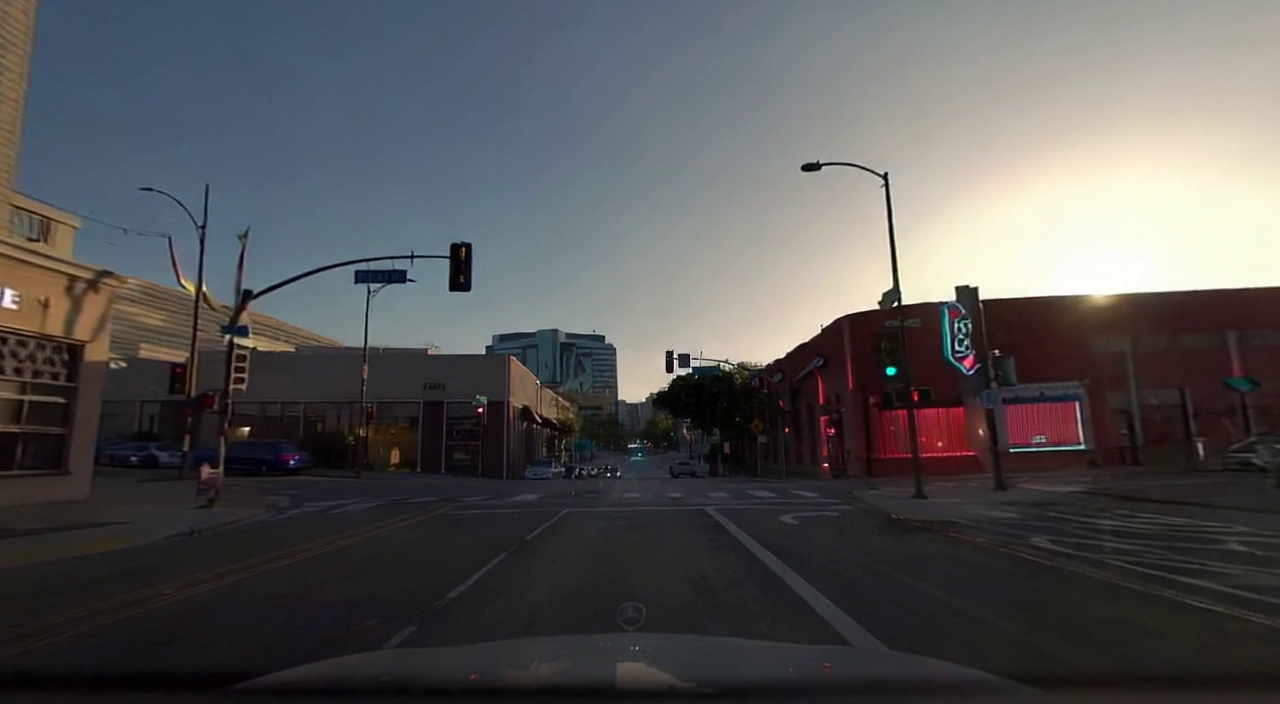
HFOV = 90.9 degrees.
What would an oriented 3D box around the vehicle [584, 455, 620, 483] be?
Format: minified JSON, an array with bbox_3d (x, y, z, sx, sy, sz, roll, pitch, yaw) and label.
[{"bbox_3d":[-2.413,7.613,41.177,1.981,1.625,4.399,0,-8,1],"label":"vehicle"}]

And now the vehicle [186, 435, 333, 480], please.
[{"bbox_3d":[-17.668,4.900,29.476,5.376,1.994,2.196,0,-8,1],"label":"vehicle"}]

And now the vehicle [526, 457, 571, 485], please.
[{"bbox_3d":[-5.902,7.735,41.197,2.167,1.643,4.518,-1,-8,2],"label":"vehicle"}]
